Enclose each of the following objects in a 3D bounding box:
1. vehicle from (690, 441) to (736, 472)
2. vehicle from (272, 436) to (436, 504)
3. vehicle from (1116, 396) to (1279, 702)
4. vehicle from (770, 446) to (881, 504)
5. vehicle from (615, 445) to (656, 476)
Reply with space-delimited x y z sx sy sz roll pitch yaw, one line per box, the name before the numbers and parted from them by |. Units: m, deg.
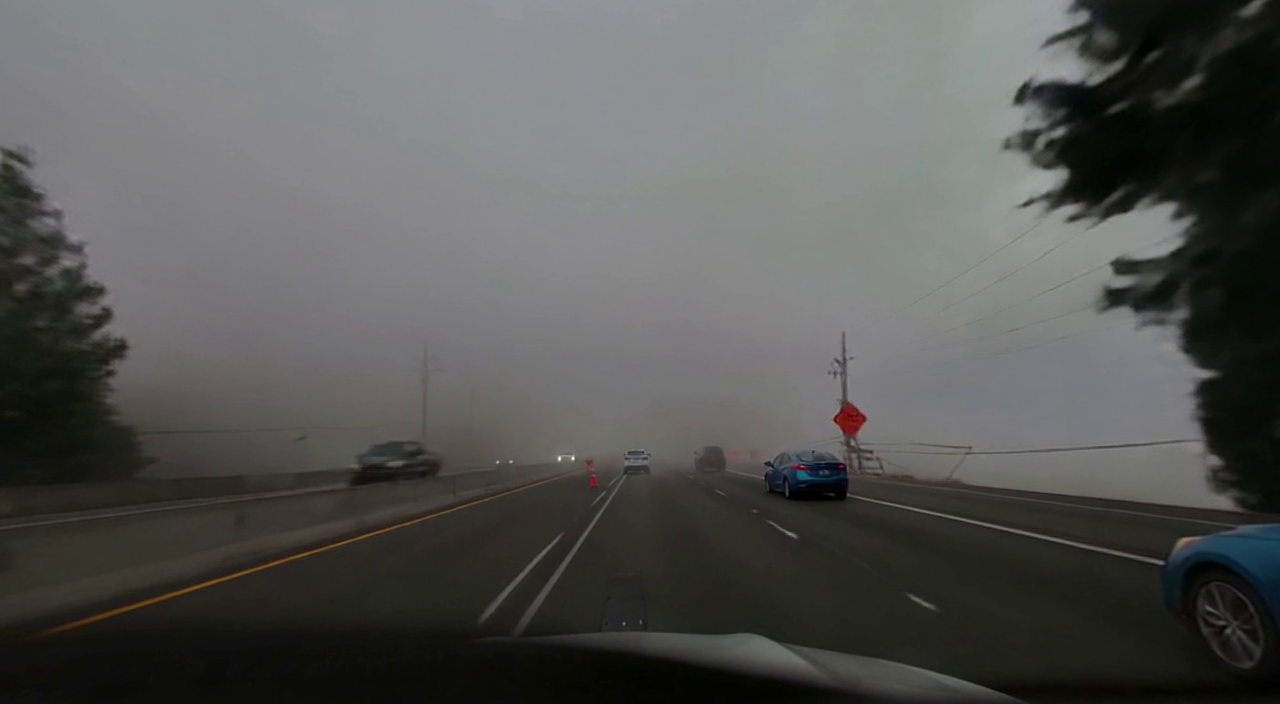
vehicle | 5.001 7.203 43.859 2.559 1.943 5.610 0 -8 1
vehicle | -8.000 3.323 18.350 2.308 1.694 4.945 0 -8 2
vehicle | 4.310 0.843 2.045 1.997 1.568 4.529 0 -8 0
vehicle | 5.020 3.366 17.724 1.881 1.409 4.016 0 -8 0
vehicle | -0.207 5.911 34.581 2.096 1.583 4.150 0 -8 1
